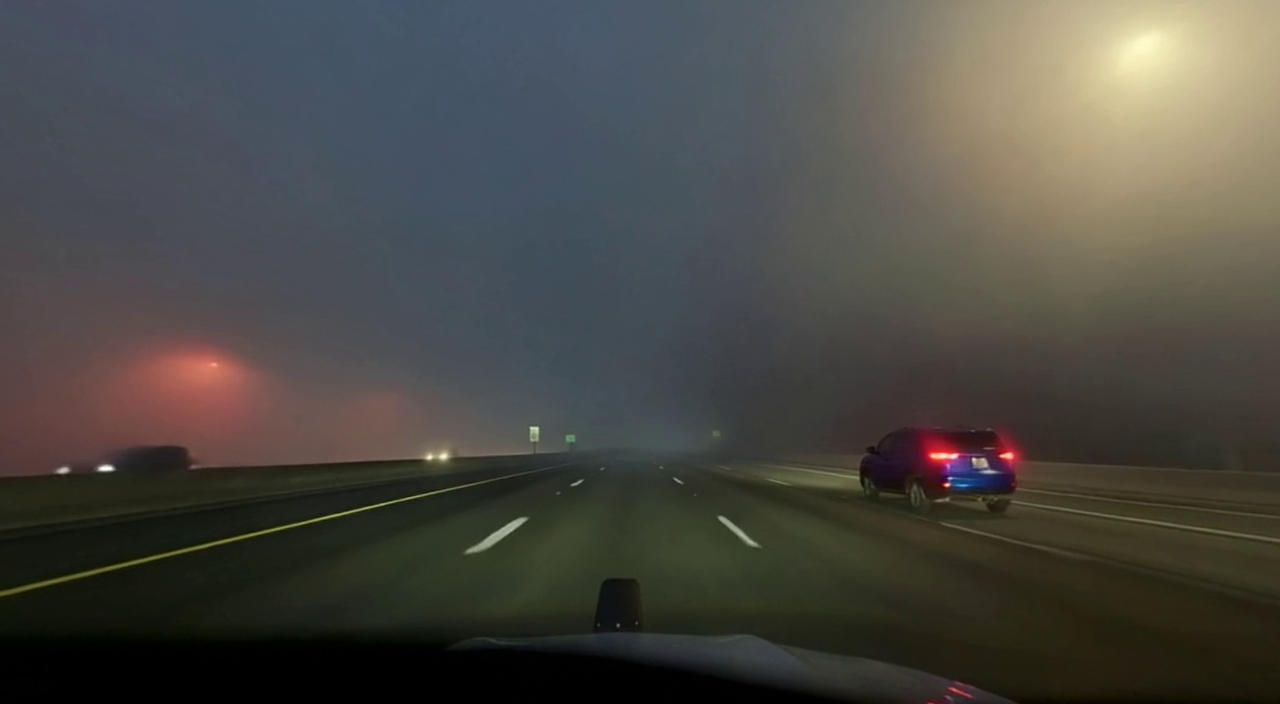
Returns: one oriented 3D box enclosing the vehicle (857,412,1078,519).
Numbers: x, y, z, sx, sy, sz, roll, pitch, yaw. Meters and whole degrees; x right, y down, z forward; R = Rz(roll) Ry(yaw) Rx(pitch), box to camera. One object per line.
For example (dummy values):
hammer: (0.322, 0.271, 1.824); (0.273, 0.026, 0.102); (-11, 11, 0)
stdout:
vehicle: (6.705, 2.387, 13.735); (2.222, 1.899, 4.595); (0, -8, -1)

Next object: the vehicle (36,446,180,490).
vehicle: (-25.964, 5.621, 31.197); (2.307, 1.950, 5.571); (0, -8, -1)
